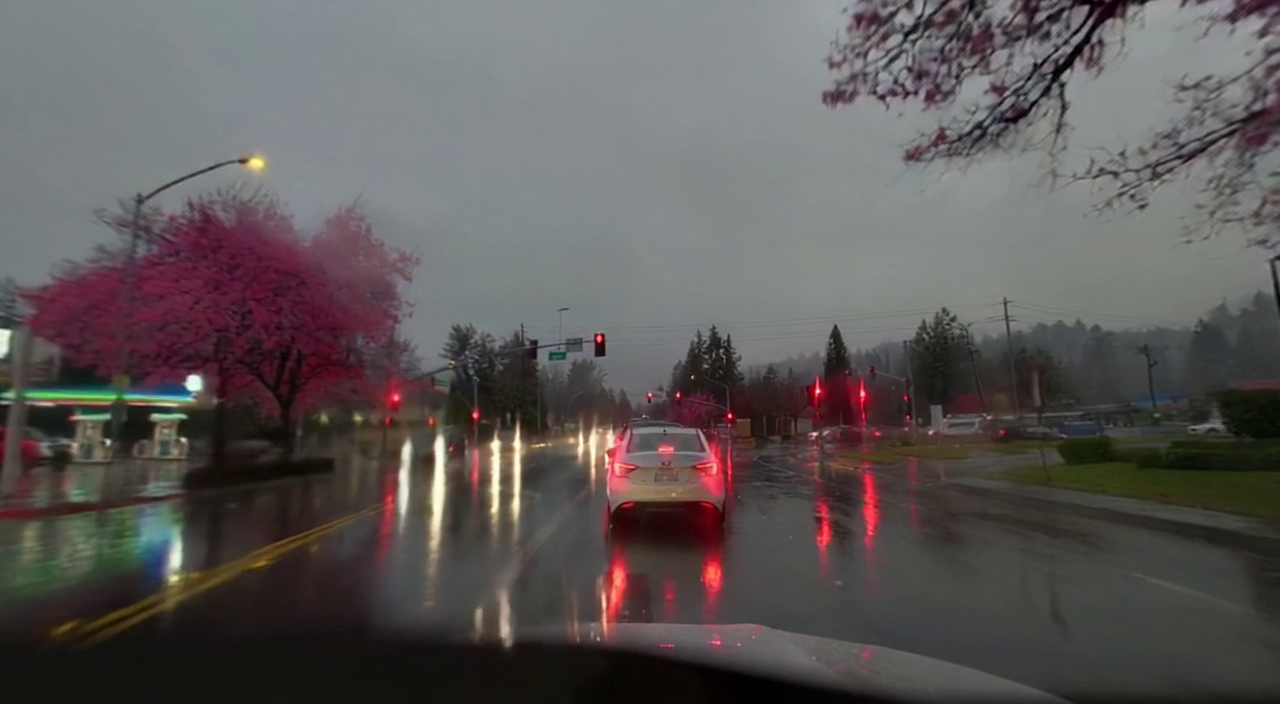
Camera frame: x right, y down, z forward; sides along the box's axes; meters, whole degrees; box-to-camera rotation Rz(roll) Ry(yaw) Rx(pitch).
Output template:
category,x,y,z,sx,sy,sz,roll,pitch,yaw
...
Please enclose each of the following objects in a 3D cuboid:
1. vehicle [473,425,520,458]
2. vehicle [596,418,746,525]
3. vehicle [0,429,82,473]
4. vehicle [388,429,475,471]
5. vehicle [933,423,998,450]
category,x,y,z,sx,sy,sz,roll,pitch,yaw
vehicle,-9.749,6.058,42.549,2.378,2.084,5.225,3,-9,-19
vehicle,0.487,1.977,10.964,2.112,1.482,4.057,0,-8,2
vehicle,-27.280,4.237,27.019,1.946,1.816,4.792,-1,-8,7
vehicle,-8.937,4.251,27.448,2.108,1.671,4.535,0,-8,2
vehicle,19.921,5.187,38.519,4.091,1.495,2.053,7,-11,-41
